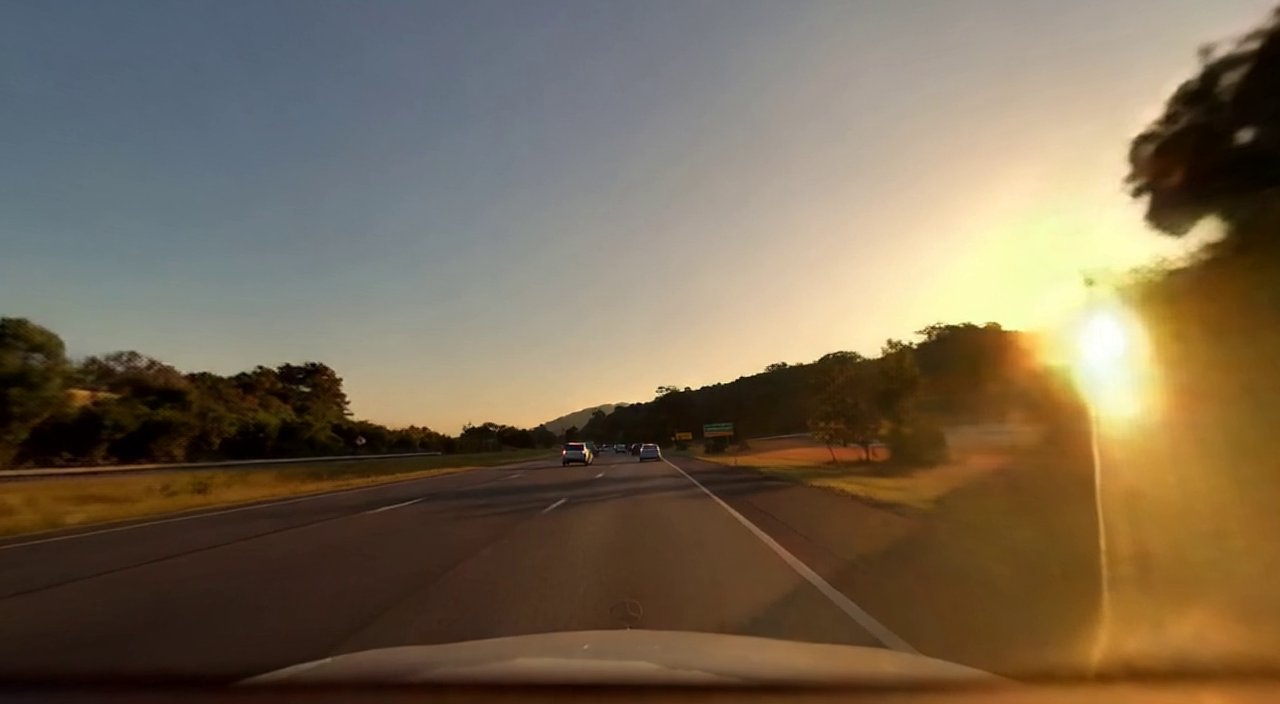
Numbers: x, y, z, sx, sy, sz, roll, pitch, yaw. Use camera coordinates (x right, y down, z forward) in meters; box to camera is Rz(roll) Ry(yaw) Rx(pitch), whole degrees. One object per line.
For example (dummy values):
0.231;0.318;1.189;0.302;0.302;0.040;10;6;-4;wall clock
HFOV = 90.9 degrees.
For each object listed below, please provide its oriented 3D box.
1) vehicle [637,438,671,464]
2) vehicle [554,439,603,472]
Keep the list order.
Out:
0.950;6.895;43.969;2.259;1.697;4.106;0;-8;1;vehicle
-3.224;5.509;33.954;2.028;1.634;4.441;-1;-8;2;vehicle
